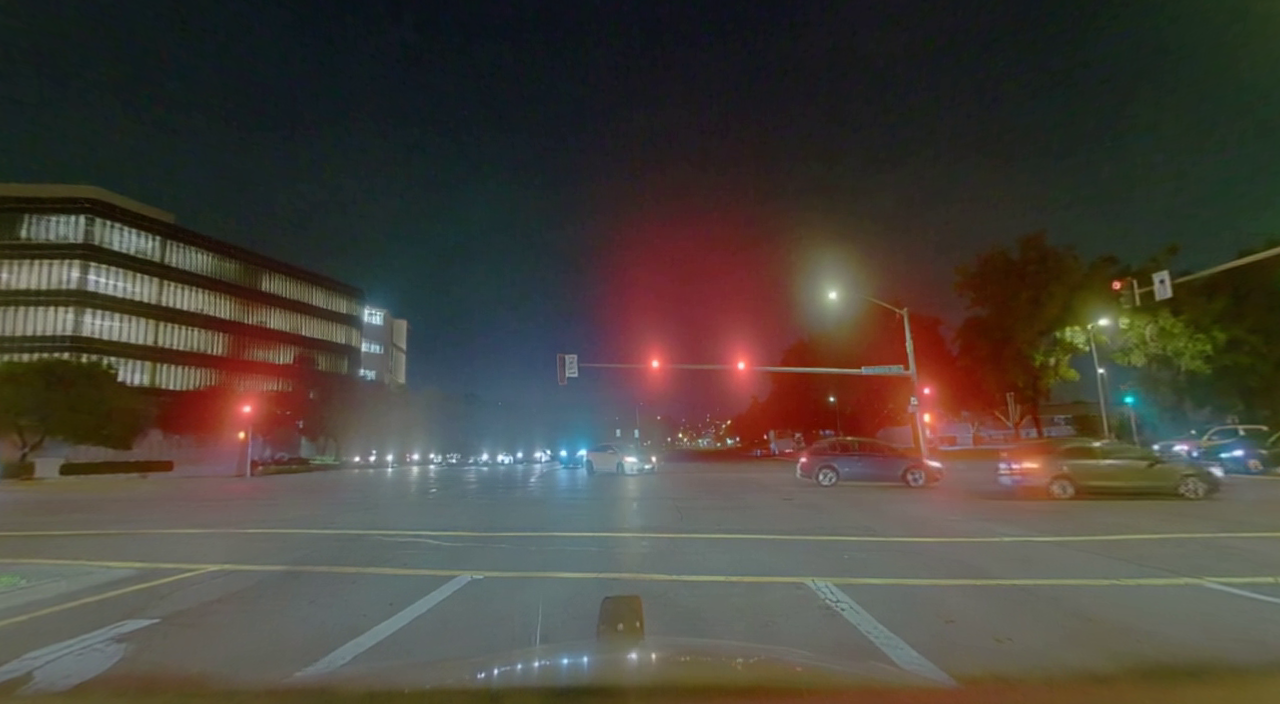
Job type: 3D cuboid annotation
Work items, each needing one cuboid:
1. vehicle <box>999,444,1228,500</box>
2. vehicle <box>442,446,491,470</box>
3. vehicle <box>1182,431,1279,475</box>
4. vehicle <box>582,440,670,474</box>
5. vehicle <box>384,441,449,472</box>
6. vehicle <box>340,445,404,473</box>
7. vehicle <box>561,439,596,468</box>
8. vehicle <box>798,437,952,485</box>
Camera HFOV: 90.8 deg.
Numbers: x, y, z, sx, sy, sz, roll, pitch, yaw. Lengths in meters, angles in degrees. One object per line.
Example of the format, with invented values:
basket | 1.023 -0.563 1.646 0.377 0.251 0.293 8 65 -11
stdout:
vehicle | 11.646 2.967 15.807 4.093 1.288 1.910 -1 -9 4
vehicle | -11.659 7.142 42.800 2.003 1.476 4.297 -1 -9 2
vehicle | 22.314 3.561 22.367 4.474 1.477 1.908 0 -9 -2
vehicle | -0.779 4.949 29.897 2.115 1.445 4.864 4 -10 -29
vehicle | -15.153 7.113 43.177 2.340 1.946 5.450 -1 -9 1
vehicle | -18.568 7.406 44.055 2.237 1.842 5.116 0 -9 0
vehicle | -3.811 6.135 38.419 1.950 1.629 4.385 1 -9 -7
vehicle | 7.981 3.683 21.586 4.637 1.461 2.109 -4 -9 24
